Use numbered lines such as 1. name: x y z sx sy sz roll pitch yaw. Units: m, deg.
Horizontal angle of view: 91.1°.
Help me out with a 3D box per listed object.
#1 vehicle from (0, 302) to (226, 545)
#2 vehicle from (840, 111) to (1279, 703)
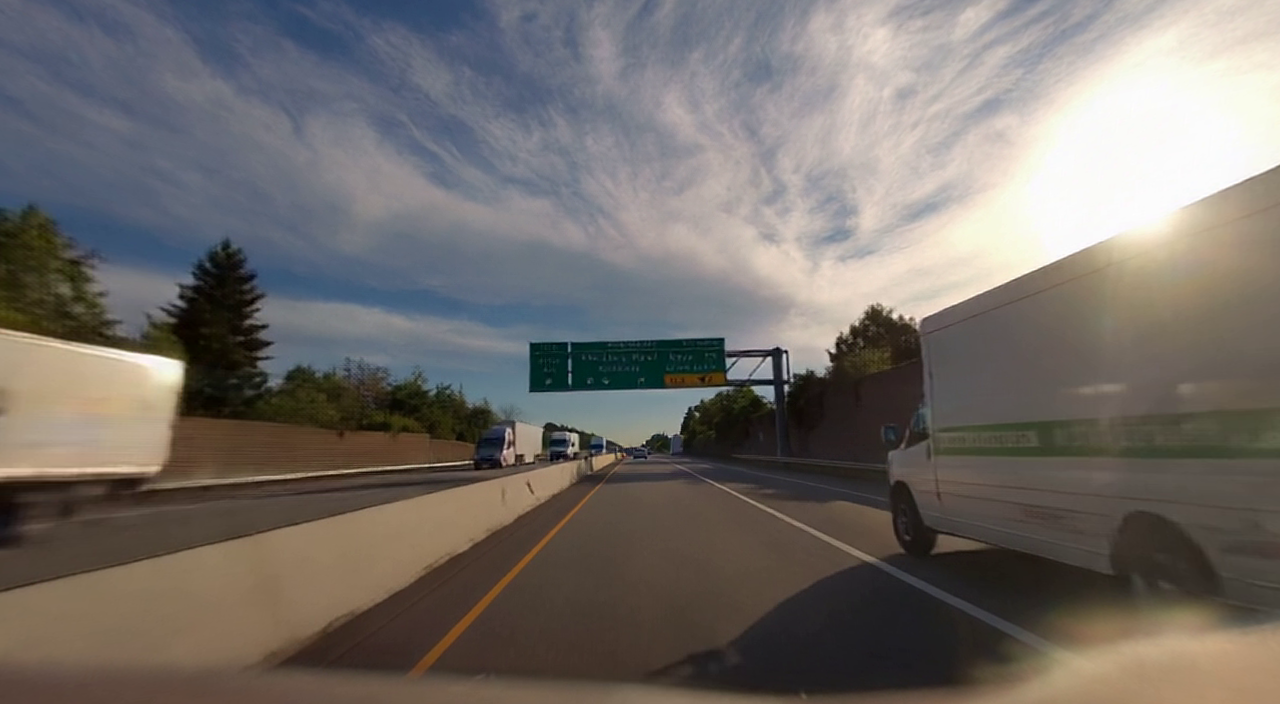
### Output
1. vehicle: -12.526 1.061 9.673 3.050 4.132 13.617 0 -9 0
2. vehicle: 4.069 0.639 4.984 2.449 2.805 6.763 0 -9 -2
